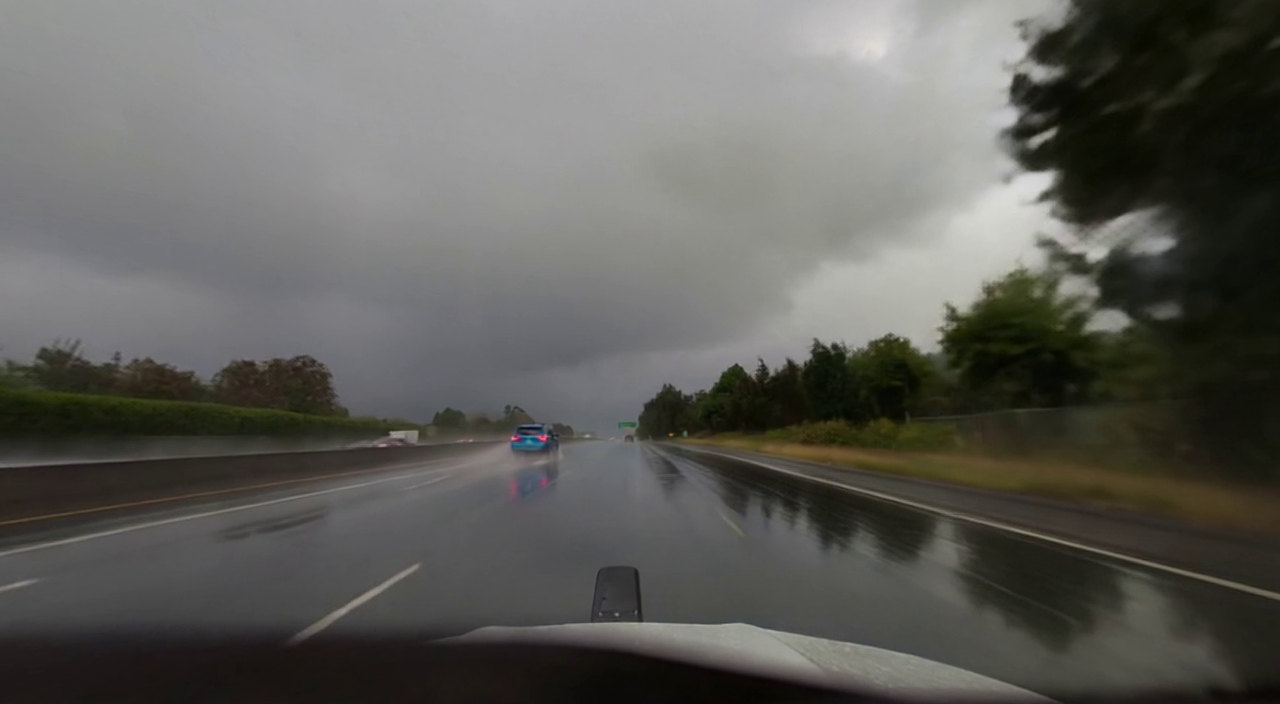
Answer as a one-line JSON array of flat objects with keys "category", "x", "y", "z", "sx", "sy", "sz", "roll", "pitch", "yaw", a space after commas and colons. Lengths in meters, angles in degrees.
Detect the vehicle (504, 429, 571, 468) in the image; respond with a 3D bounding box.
[{"category": "vehicle", "x": -4.232, "y": 4.036, "z": 26.684, "sx": 2.063, "sy": 1.496, "sz": 4.225, "roll": 0, "pitch": -7, "yaw": 1}]
